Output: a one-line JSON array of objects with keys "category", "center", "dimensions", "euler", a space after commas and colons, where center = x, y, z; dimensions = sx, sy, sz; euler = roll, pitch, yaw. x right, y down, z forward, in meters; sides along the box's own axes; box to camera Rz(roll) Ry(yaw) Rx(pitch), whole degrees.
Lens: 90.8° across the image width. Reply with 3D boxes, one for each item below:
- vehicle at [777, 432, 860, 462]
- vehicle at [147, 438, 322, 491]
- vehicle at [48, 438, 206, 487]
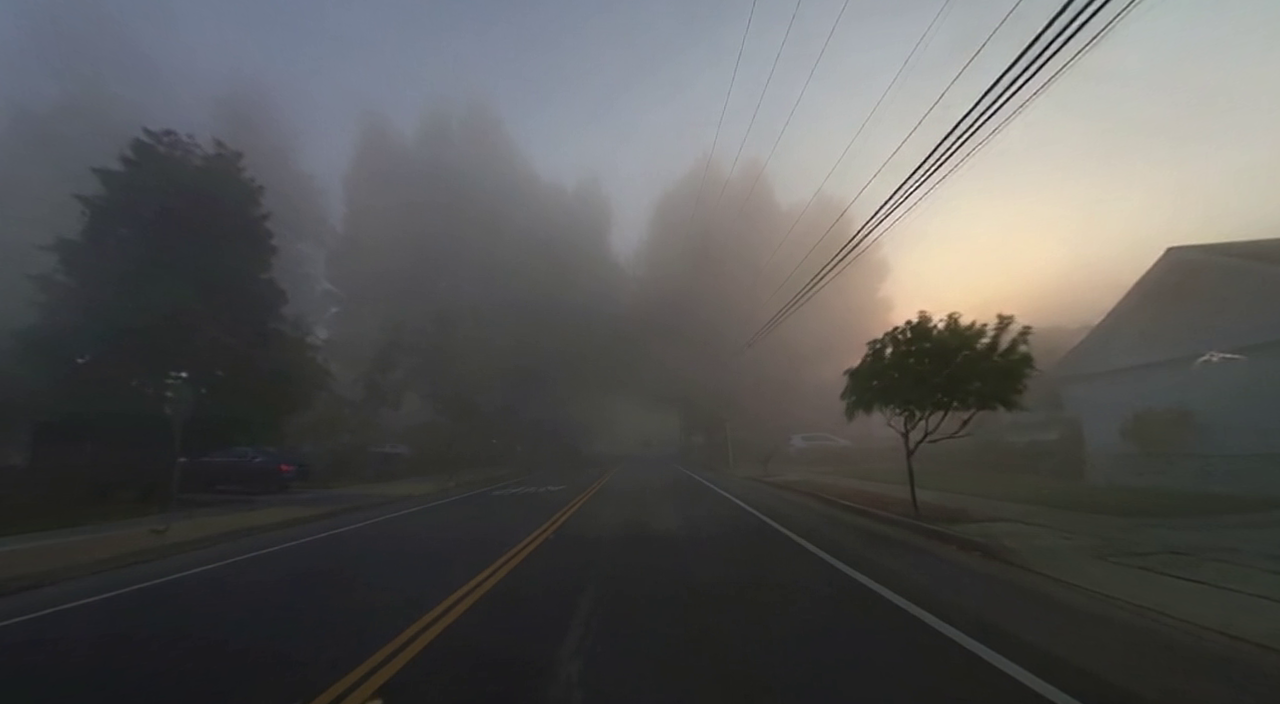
[{"category": "vehicle", "center": [10.727, 5.751, 38.223], "dimensions": [4.449, 1.765, 1.917], "euler": [-1, -9, 4]}, {"category": "vehicle", "center": [-13.741, 3.815, 21.629], "dimensions": [4.587, 1.722, 1.906], "euler": [0, -9, -1]}, {"category": "vehicle", "center": [-19.615, 4.218, 24.385], "dimensions": [4.455, 1.707, 1.939], "euler": [6, -11, -38]}]
